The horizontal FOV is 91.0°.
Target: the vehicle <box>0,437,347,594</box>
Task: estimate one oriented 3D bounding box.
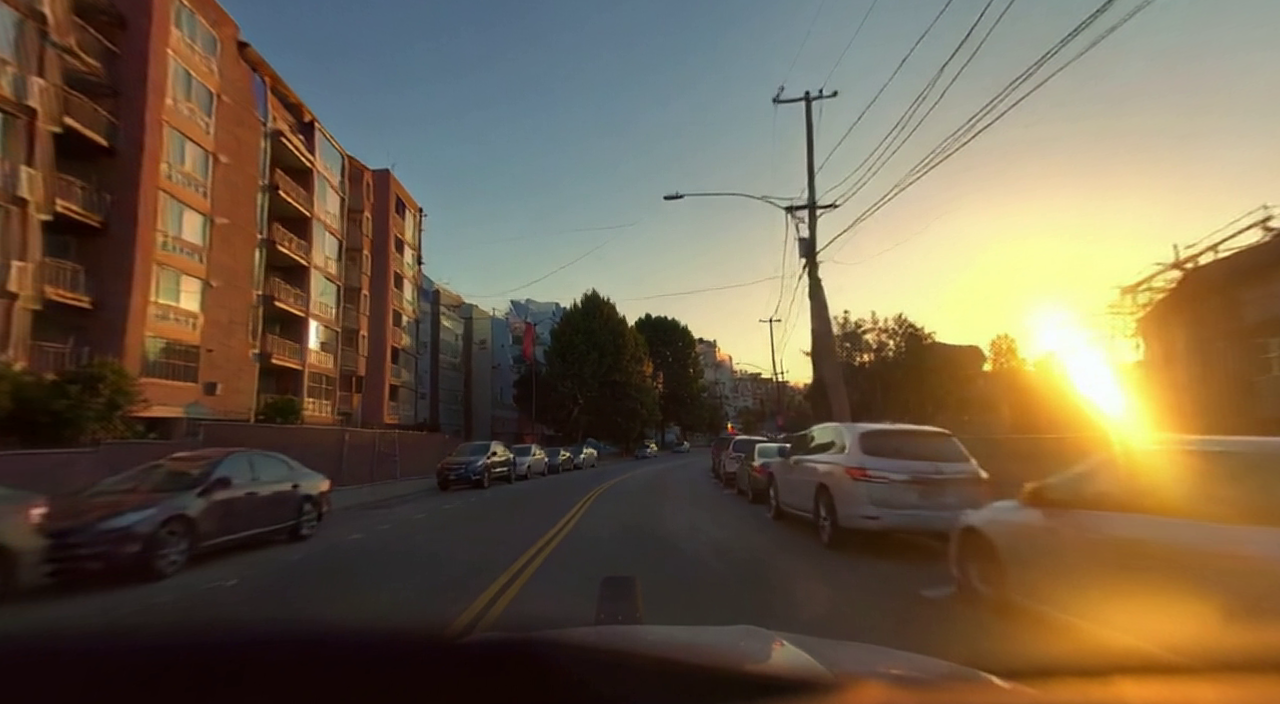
[{"bbox_3d":[-6.174,2.041,8.887,2.039,1.591,4.671,0,-9,-3],"label":"vehicle"}]

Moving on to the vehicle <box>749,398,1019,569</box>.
[{"bbox_3d":[3.108,1.811,9.393,2.000,1.871,4.797,0,-9,-1],"label":"vehicle"}]

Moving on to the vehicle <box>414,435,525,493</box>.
[{"bbox_3d":[-6.139,4.128,23.604,2.194,1.861,5.725,-1,-9,4],"label":"vehicle"}]

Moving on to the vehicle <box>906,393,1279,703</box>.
[{"bbox_3d":[3.678,1.150,3.742,2.017,1.600,4.965,0,-9,0],"label":"vehicle"}]
